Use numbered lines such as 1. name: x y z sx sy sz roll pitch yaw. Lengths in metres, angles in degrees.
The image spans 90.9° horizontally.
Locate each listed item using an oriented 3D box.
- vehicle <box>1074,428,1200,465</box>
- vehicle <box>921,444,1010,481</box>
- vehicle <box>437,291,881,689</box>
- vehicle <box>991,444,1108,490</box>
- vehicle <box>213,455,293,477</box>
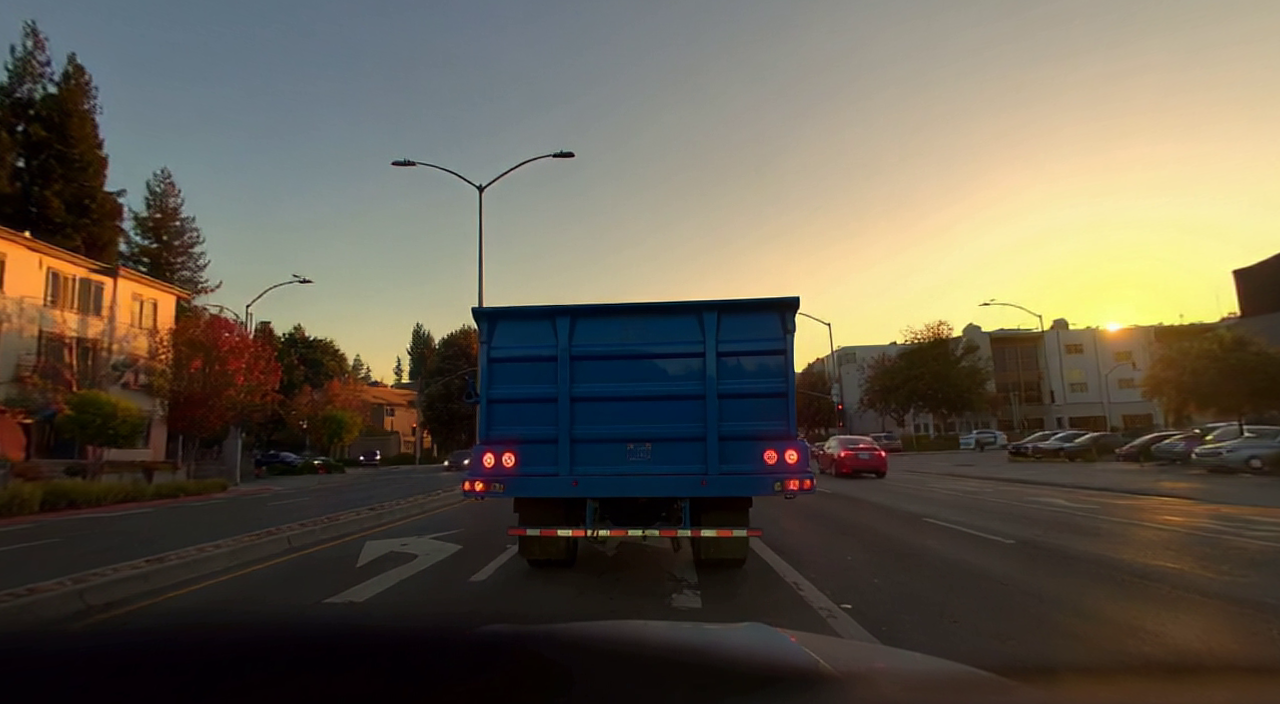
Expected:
1. vehicle: 23.115 4.392 29.448 4.171 1.614 1.894 -1 -8 1
2. vehicle: 14.154 4.799 27.731 1.777 1.488 4.081 -1 -8 1
3. vehicle: 0.264 1.317 7.399 2.650 2.391 7.008 -1 -8 3
4. vehicle: 14.288 3.995 22.279 1.702 1.475 3.670 -1 -8 1
5. vehicle: -26.862 7.908 43.832 4.409 1.446 1.862 -1 -8 6
